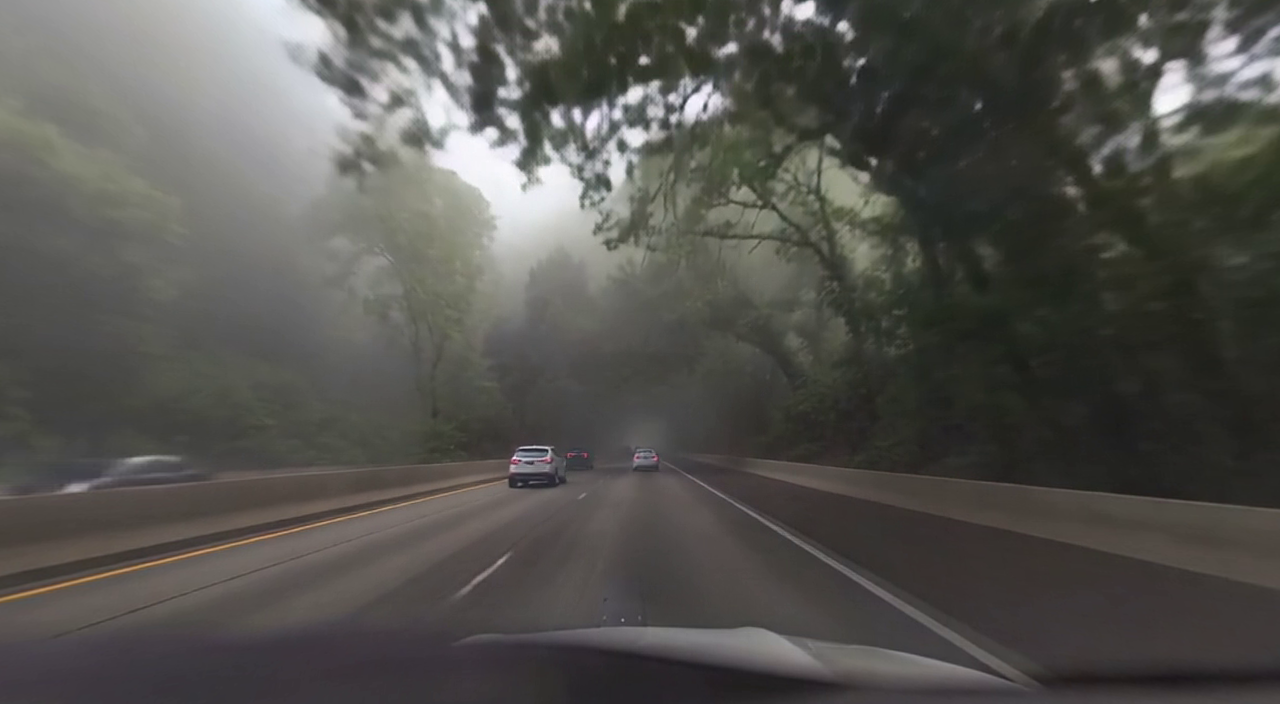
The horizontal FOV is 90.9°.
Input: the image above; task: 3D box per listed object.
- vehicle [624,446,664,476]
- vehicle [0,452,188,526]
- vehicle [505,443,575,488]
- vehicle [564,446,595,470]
[{"bbox_3d":[0.180,5.789,33.561,2.001,1.490,3.914,0,-9,0],"label":"vehicle"},{"bbox_3d":[-12.440,2.982,14.202,1.733,1.407,3.713,0,-9,0],"label":"vehicle"},{"bbox_3d":[-3.687,4.250,23.861,1.978,1.538,3.755,0,-9,1],"label":"vehicle"},{"bbox_3d":[-4.262,7.496,44.734,1.834,1.615,3.624,0,-9,1],"label":"vehicle"}]
